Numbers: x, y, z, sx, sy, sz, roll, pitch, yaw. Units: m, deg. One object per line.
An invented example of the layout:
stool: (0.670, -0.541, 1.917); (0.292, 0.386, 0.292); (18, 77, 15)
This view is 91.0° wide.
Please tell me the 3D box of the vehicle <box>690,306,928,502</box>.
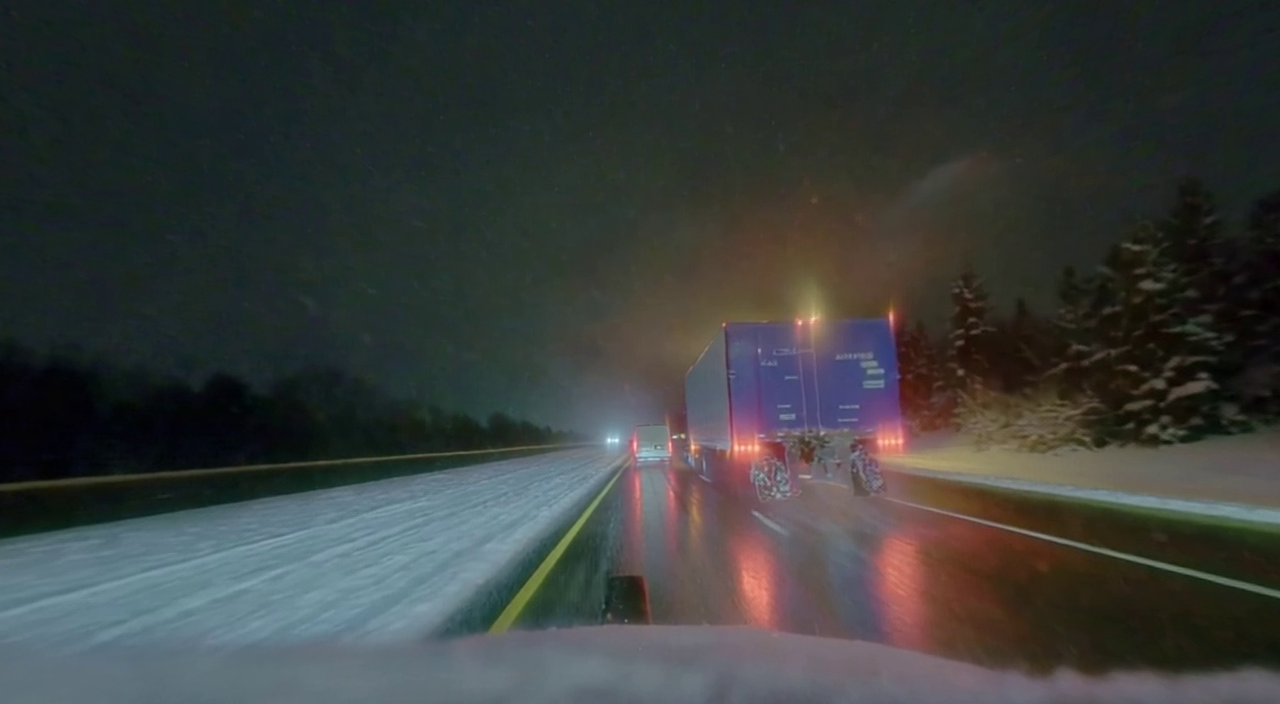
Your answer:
vehicle: (4.254, 2.263, 21.929); (3.892, 4.216, 16.830); (0, -8, 1)

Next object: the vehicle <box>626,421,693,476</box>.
vehicle: (0.757, 3.912, 25.645); (2.469, 2.027, 4.554); (0, -8, 1)
